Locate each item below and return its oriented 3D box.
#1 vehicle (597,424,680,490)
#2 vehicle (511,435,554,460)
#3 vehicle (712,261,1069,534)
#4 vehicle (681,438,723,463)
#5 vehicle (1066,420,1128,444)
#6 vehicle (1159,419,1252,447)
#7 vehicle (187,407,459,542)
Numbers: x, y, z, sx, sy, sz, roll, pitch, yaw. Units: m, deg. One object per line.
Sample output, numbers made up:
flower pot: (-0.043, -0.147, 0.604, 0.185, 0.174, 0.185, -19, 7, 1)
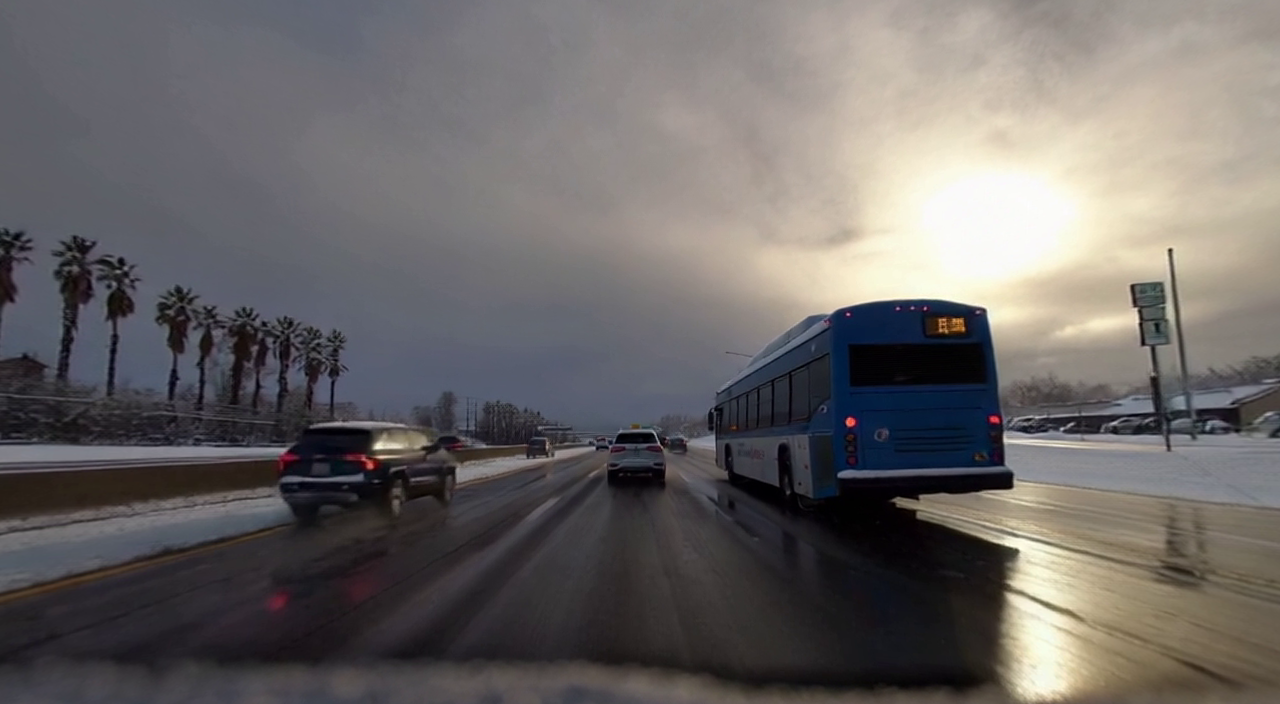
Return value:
vehicle: (-0.007, 3.203, 19.425, 2.268, 1.796, 4.280, 0, -9, 1)
vehicle: (-7.850, 7.078, 46.479, 2.291, 1.729, 4.879, 0, -9, 1)
vehicle: (4.049, 1.636, 15.422, 3.020, 3.622, 14.302, 0, -9, 0)
vehicle: (3.815, 6.205, 39.671, 2.039, 1.516, 4.521, 0, -9, -2)
vehicle: (33.438, 5.916, 46.214, 1.859, 1.638, 4.161, -1, -9, 8)
vehicle: (32.140, 4.690, 35.948, 1.795, 1.481, 3.986, -1, -9, 4)
vehicle: (-4.901, 1.991, 10.795, 2.100, 1.765, 4.743, 0, -9, 1)
